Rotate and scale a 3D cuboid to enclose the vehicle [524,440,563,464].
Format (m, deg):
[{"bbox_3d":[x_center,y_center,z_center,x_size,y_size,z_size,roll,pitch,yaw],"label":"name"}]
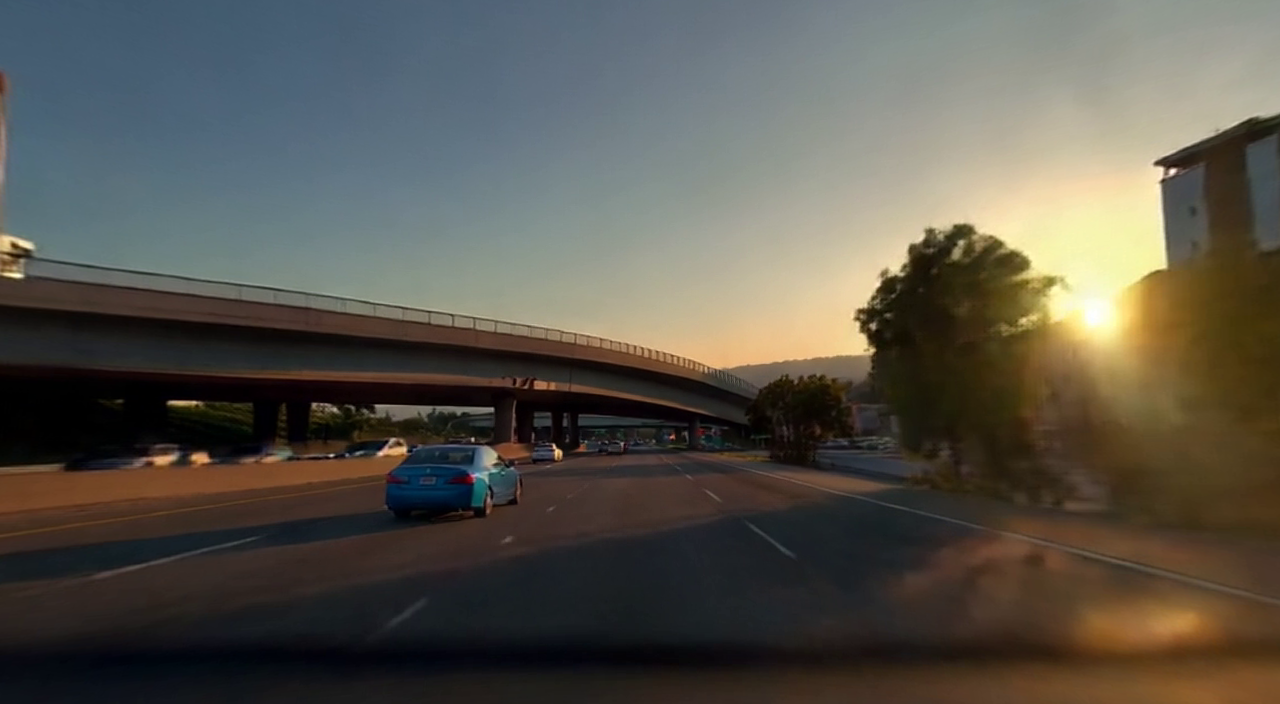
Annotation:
[{"bbox_3d":[-7.096,7.388,46.799,2.118,1.675,4.395,0,-8,1],"label":"vehicle"}]

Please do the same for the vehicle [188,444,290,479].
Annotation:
[{"bbox_3d":[-21.019,5.744,33.391,2.038,1.683,4.989,0,-8,1],"label":"vehicle"}]

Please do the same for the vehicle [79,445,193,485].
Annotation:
[{"bbox_3d":[-24.718,5.526,31.188,1.890,1.792,4.469,0,-8,0],"label":"vehicle"}]

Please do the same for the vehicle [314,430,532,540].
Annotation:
[{"bbox_3d":[-3.550,2.281,11.600,2.144,1.565,4.951,0,-8,1],"label":"vehicle"}]
